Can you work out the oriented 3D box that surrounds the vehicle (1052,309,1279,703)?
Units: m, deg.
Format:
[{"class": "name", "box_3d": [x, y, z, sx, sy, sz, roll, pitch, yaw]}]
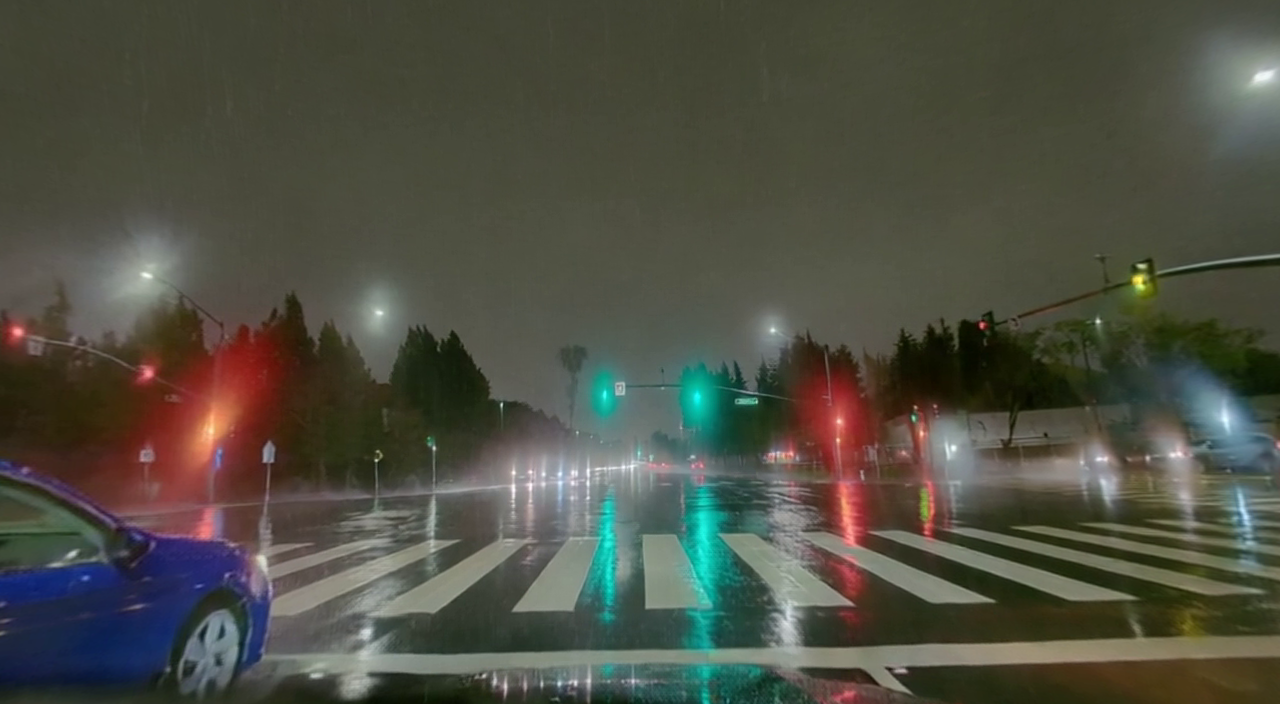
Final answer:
[{"class": "vehicle", "box_3d": [2.873, 0.515, 0.457, 2.099, 1.671, 4.491, 0, -9, 0]}]

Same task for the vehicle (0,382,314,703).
[{"class": "vehicle", "box_3d": [-2.995, 0.852, 1.906, 1.969, 1.513, 3.773, 0, -9, 0]}]
